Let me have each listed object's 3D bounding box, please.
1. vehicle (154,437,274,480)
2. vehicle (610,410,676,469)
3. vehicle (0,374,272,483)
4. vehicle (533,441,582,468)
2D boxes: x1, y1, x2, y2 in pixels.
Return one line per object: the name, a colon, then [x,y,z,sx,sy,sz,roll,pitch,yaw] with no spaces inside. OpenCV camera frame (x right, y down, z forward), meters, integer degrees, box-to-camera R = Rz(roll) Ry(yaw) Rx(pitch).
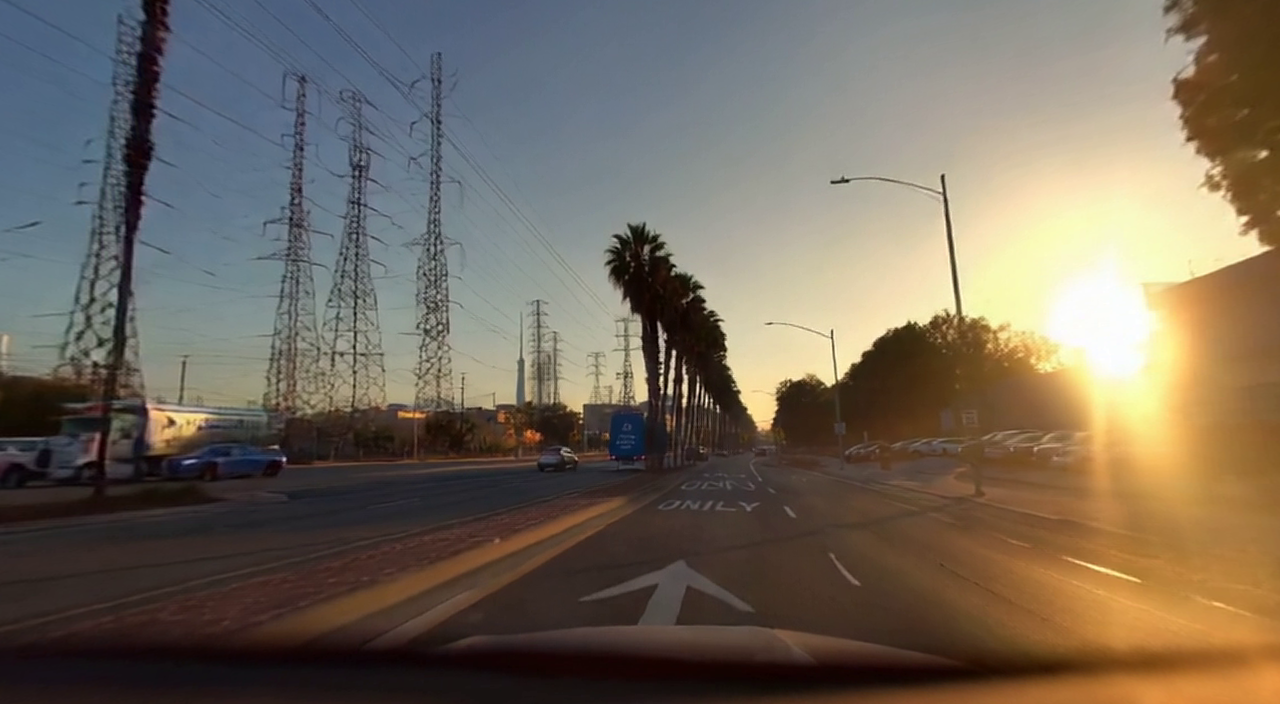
vehicle: [-18.280,4.557,27.363,1.751,1.639,4.434,-3,-8,7]
vehicle: [0.483,6.808,48.554,2.903,3.933,11.567,-2,-9,11]
vehicle: [-21.731,3.675,28.134,2.907,3.760,11.193,-4,-10,6]
vehicle: [-6.320,7.909,49.014,2.266,1.950,5.866,-1,-9,8]
